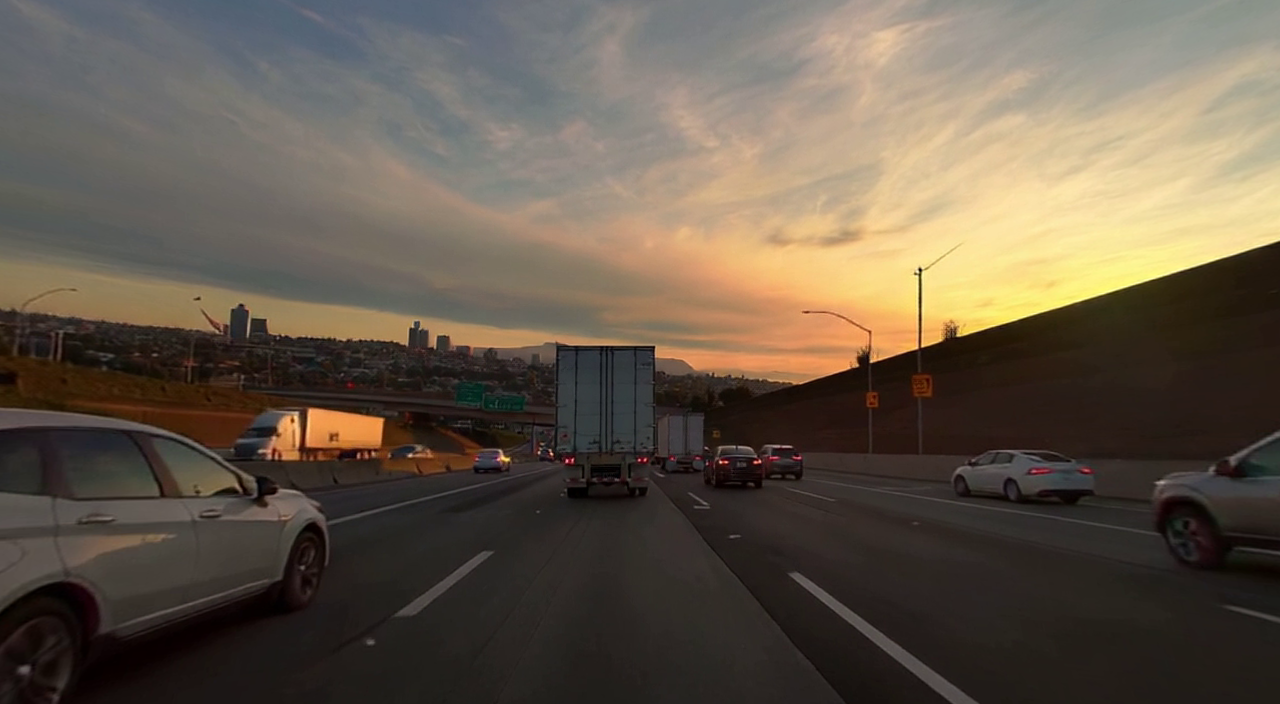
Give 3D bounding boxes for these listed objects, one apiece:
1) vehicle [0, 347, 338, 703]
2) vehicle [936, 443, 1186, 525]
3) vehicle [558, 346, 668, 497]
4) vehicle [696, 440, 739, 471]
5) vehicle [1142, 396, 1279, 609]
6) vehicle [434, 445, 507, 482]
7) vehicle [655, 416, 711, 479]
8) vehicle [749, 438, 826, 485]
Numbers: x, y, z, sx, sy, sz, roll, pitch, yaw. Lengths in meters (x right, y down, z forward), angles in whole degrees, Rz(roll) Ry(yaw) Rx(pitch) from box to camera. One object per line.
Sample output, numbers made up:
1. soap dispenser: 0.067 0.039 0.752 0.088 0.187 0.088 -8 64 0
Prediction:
1. vehicle: -3.313 0.891 2.795 1.946 1.641 4.105 0 -9 -1
2. vehicle: 8.993 2.828 14.236 2.002 1.472 4.950 0 -9 -4
3. vehicle: -0.748 2.642 22.295 2.906 4.040 10.743 0 -9 0
4. vehicle: 5.521 7.467 45.697 2.297 2.116 5.052 0 -9 -3
5. vehicle: 6.335 1.049 3.995 2.188 1.731 5.031 0 -9 0
6. vehicle: -7.300 4.840 27.768 1.973 1.471 4.779 0 -9 -1
7. vehicle: 2.511 5.987 39.694 2.669 3.491 8.645 0 -9 -1
8. vehicle: 6.360 4.767 27.824 2.070 1.888 4.546 0 -9 -2
